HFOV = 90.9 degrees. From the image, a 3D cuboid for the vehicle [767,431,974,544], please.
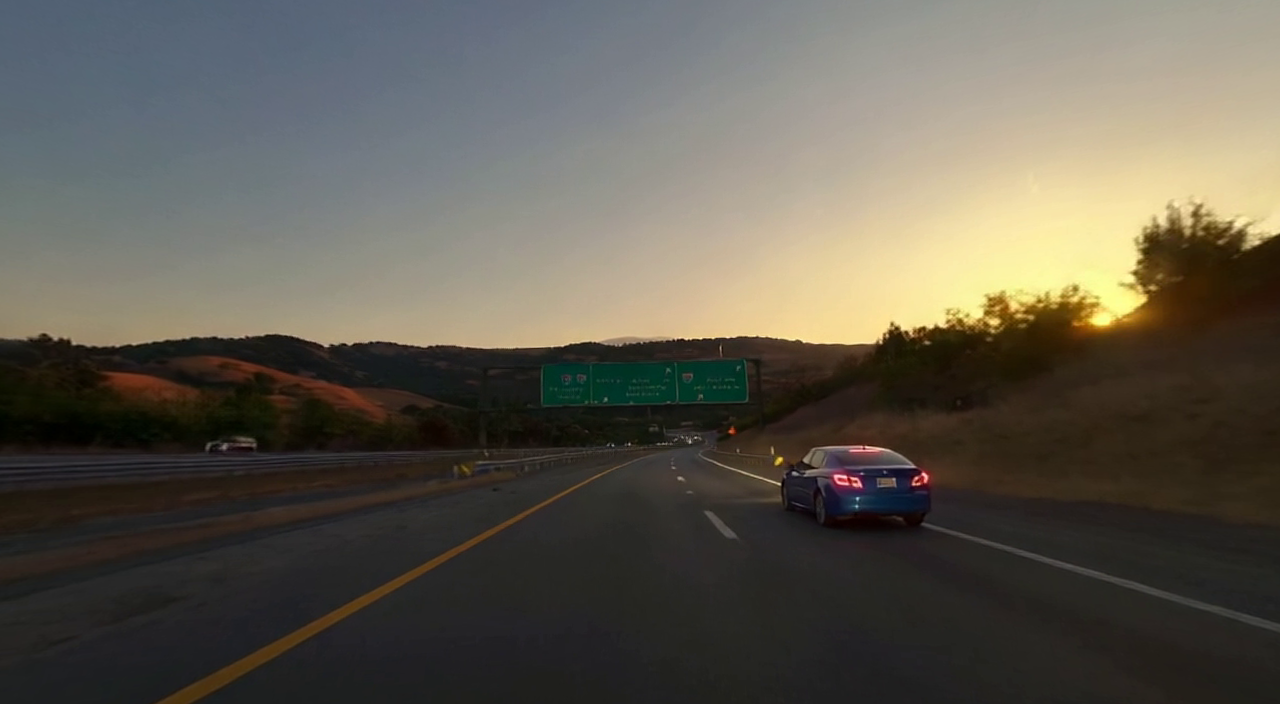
[{"bbox_3d":[3.563,2.158,10.697,1.997,1.515,4.025,-1,-8,1],"label":"vehicle"}]
